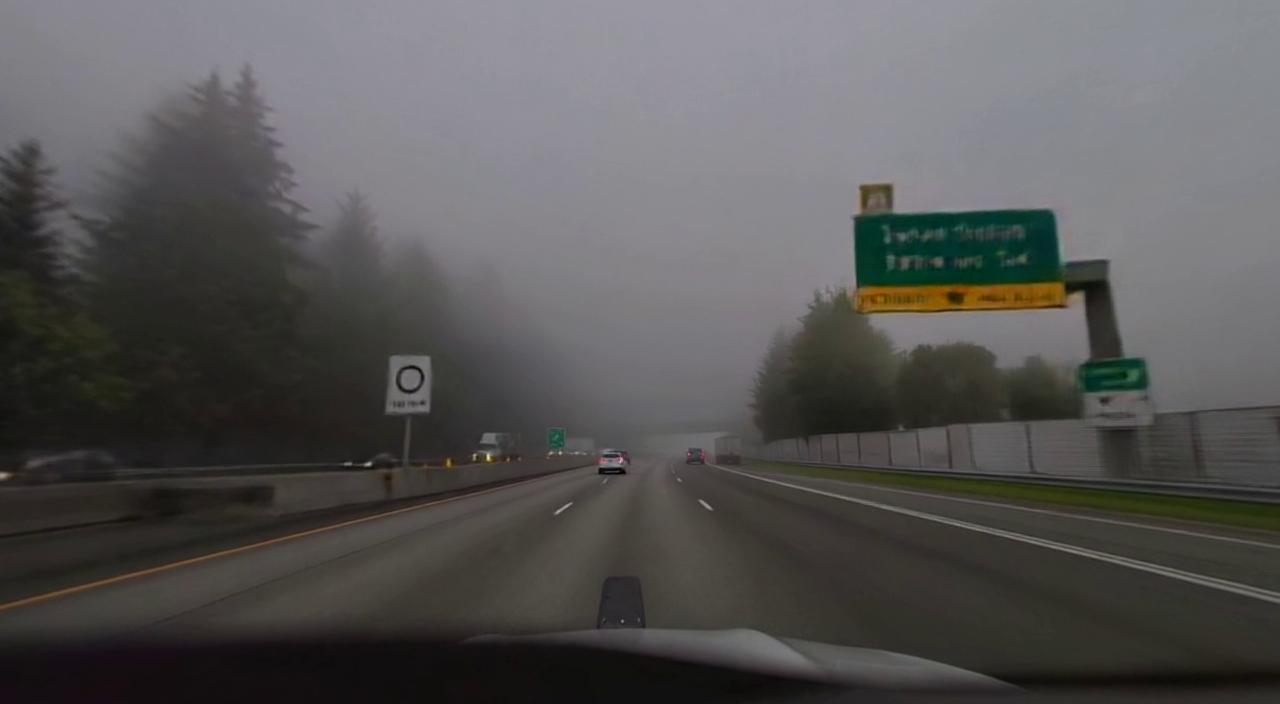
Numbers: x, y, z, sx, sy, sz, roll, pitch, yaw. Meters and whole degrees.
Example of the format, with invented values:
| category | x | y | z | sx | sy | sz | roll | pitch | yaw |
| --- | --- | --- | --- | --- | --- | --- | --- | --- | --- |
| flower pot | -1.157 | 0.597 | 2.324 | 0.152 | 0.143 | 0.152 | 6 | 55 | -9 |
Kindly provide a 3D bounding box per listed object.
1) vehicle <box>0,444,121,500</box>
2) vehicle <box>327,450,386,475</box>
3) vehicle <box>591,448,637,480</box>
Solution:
| category | x | y | z | sx | sy | sz | roll | pitch | yaw |
| --- | --- | --- | --- | --- | --- | --- | --- | --- | --- |
| vehicle | -19.162 | 3.728 | 19.831 | 1.859 | 1.580 | 4.271 | -1 | -9 | 2 |
| vehicle | -19.086 | 7.440 | 42.628 | 1.845 | 1.560 | 4.095 | -1 | -9 | 5 |
| vehicle | -1.263 | 5.654 | 32.064 | 2.035 | 1.513 | 4.272 | 0 | -9 | 1 |
